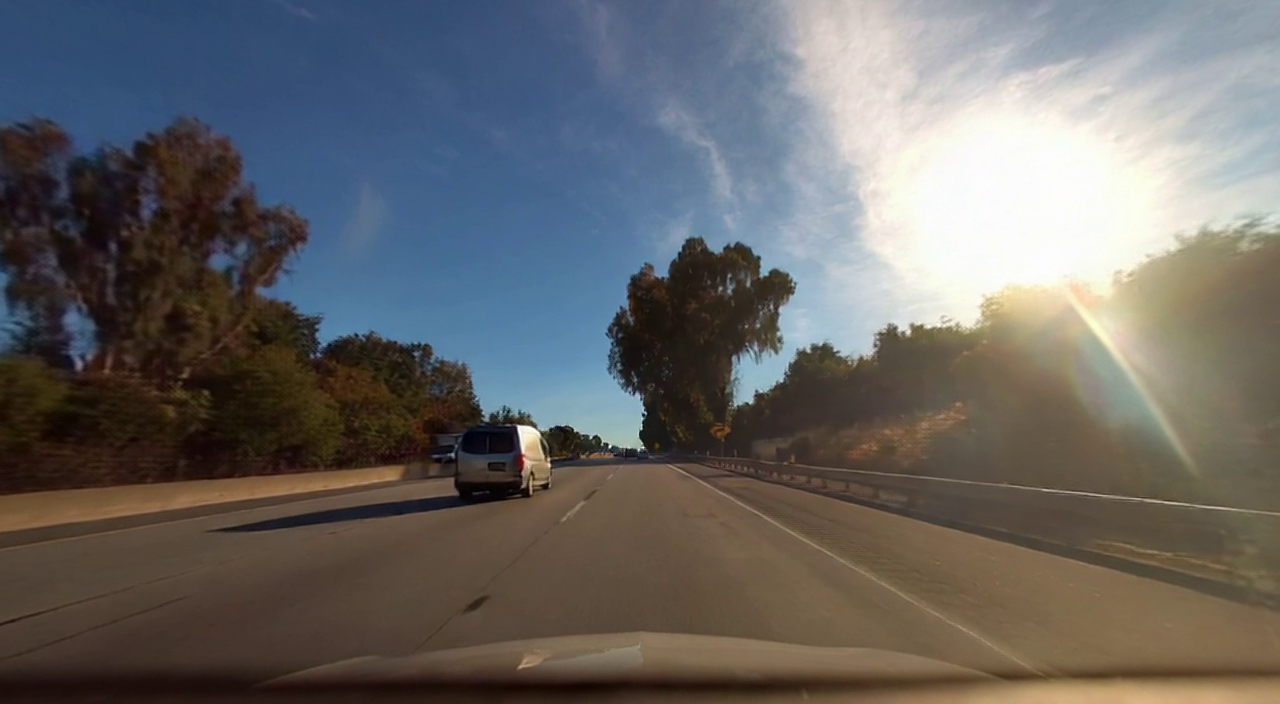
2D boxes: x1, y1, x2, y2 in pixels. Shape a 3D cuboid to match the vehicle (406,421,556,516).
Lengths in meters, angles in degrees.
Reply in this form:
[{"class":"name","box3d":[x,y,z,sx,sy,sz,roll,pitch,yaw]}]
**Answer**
[{"class":"vehicle","box3d":[-3.698,2.854,15.960,2.349,1.973,5.419,0,-9,0]}]
